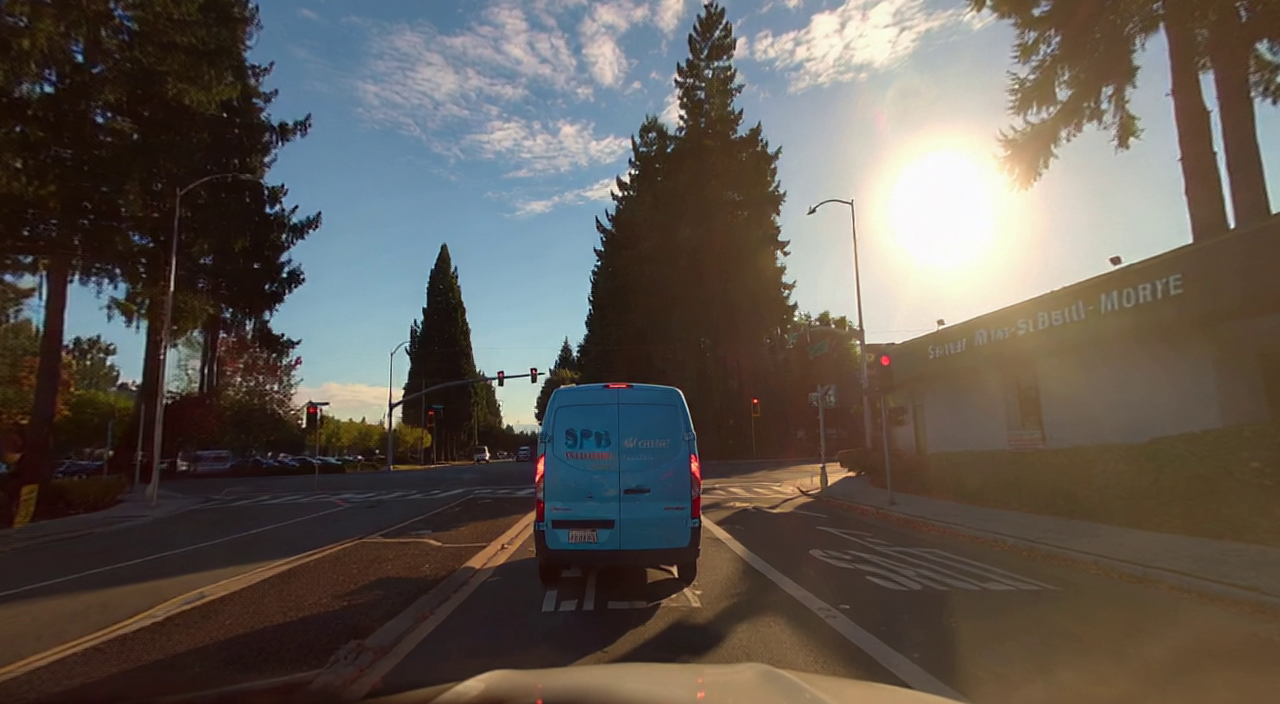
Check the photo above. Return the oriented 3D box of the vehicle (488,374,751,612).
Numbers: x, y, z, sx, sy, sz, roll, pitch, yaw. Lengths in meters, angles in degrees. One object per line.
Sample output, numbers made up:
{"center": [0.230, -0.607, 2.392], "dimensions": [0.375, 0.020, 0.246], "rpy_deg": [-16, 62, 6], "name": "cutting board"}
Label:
{"center": [-0.296, 1.469, 7.298], "dimensions": [2.181, 1.949, 3.932], "rpy_deg": [1, -9, -4], "name": "vehicle"}
